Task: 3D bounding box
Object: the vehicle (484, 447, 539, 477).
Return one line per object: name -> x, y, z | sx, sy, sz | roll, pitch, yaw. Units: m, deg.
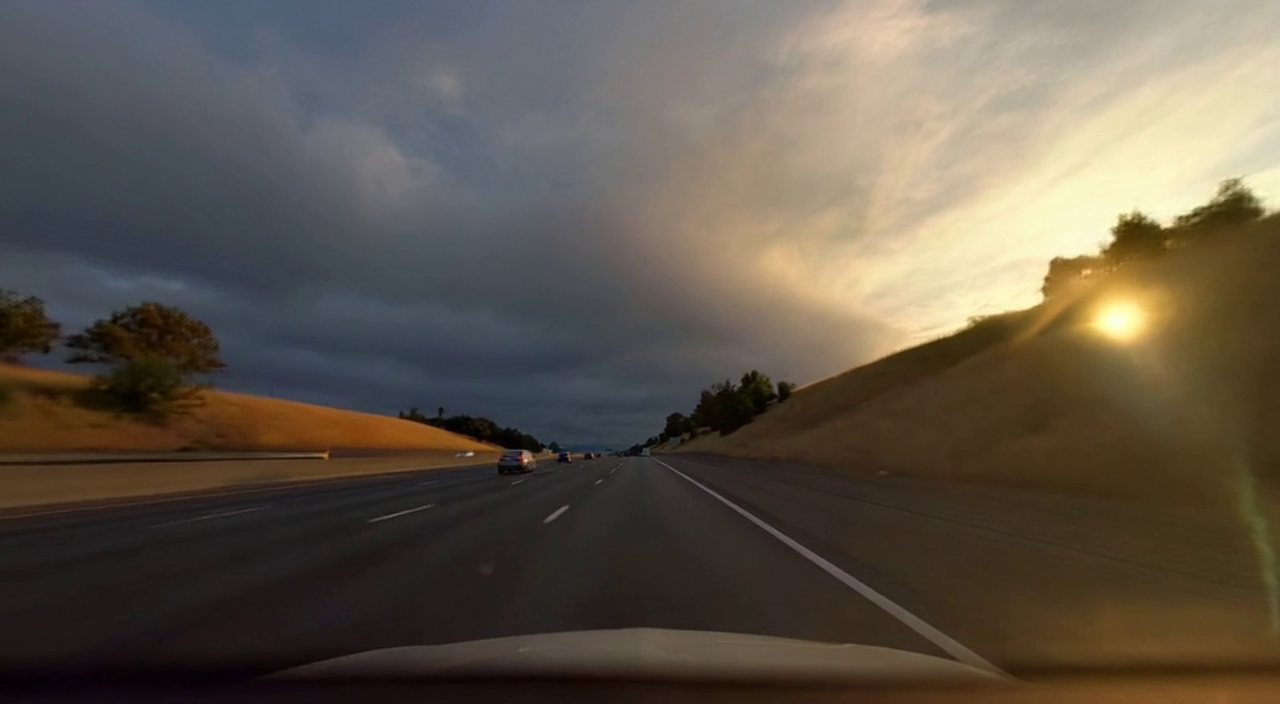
vehicle -> -6.946, 5.992, 34.628 | 2.015, 1.483, 4.626 | 0, -9, 0
